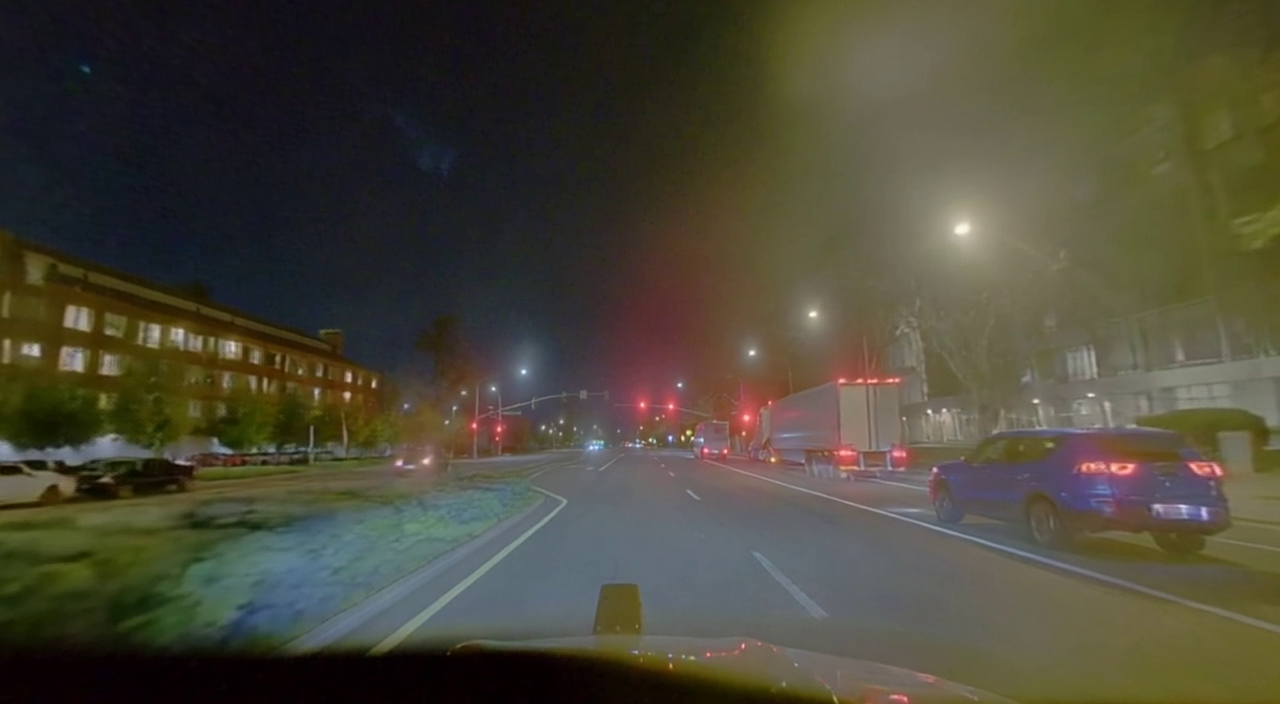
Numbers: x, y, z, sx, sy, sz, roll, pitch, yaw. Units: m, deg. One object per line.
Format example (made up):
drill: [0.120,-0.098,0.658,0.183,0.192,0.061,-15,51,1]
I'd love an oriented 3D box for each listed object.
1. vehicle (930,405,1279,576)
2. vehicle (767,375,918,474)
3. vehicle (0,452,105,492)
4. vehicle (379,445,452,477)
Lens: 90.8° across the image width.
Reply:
vehicle: [6.227,1.773,8.912,2.012,1.754,4.635,0,-8,-1]
vehicle: [10.310,4.287,35.420,2.975,4.201,17.050,0,-8,0]
vehicle: [-24.751,4.819,25.479,4.499,1.507,1.978,0,-8,0]
vehicle: [-11.247,5.487,32.057,1.954,1.496,4.590,0,-8,1]
